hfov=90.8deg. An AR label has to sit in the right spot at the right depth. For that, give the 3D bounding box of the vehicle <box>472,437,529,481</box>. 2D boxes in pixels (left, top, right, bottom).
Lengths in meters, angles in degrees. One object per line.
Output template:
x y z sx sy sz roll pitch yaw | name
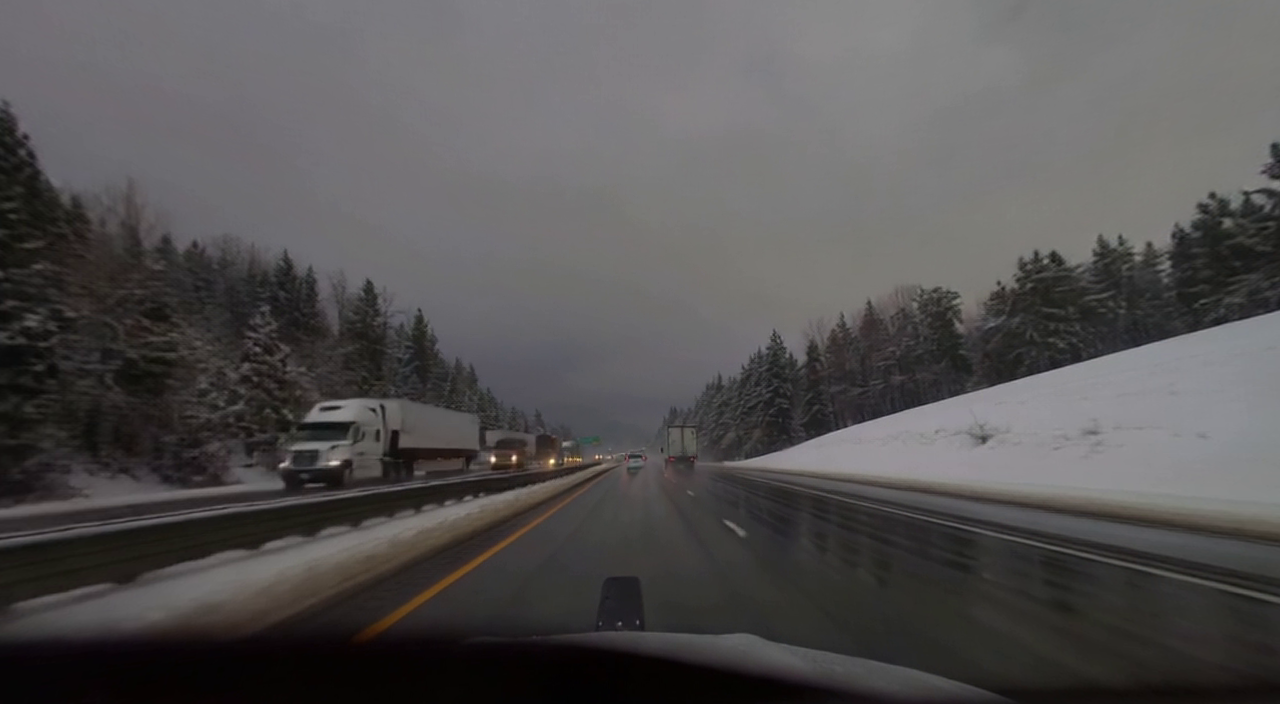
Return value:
-8.540 6.598 39.188 2.344 2.503 5.344 -1 -9 0 | vehicle

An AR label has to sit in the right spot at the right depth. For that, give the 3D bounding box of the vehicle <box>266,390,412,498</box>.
-12.406 3.914 26.789 2.951 3.988 6.237 -1 -9 0 | vehicle
